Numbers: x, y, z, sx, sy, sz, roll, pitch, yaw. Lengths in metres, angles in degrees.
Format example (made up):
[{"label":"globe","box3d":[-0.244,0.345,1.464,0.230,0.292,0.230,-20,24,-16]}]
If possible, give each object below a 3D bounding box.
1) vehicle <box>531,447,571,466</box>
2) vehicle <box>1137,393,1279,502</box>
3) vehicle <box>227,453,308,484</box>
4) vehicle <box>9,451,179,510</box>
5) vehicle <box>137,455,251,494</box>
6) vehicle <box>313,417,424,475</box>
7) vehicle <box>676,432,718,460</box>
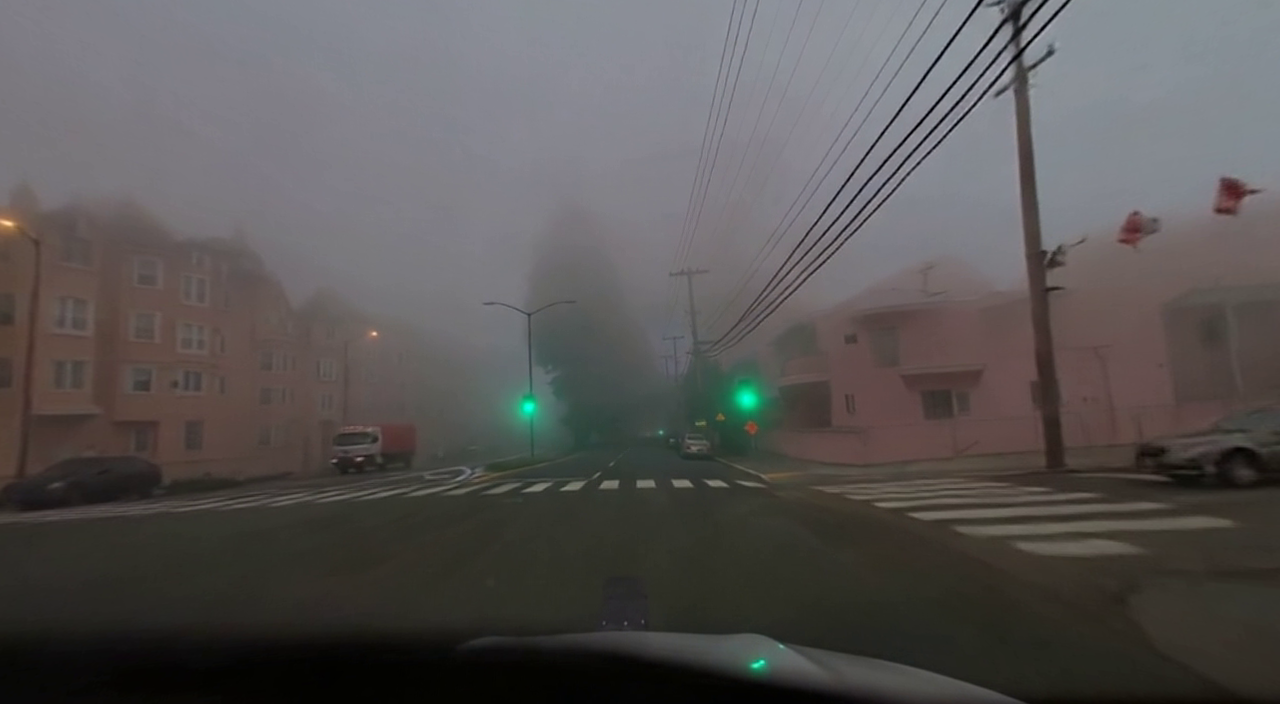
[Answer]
[{"label":"vehicle","box3d":[-5.901,6.915,41.968,1.925,1.016,2.951,-3,-6,6]},{"label":"vehicle","box3d":[11.956,1.520,10.912,4.816,1.501,2.296,-2,-1,1]},{"label":"vehicle","box3d":[-19.127,5.985,32.548,1.672,1.428,4.062,0,-9,0]},{"label":"vehicle","box3d":[-19.320,4.497,22.653,2.071,1.840,4.528,0,-9,-1]},{"label":"vehicle","box3d":[-19.261,5.290,27.526,1.751,1.487,4.514,0,-9,-1]},{"label":"vehicle","box3d":[-16.057,5.701,38.132,2.979,3.071,7.978,-1,-9,1]},{"label":"vehicle","box3d":[3.142,5.330,35.714,1.986,1.491,4.500,0,-9,0]}]
